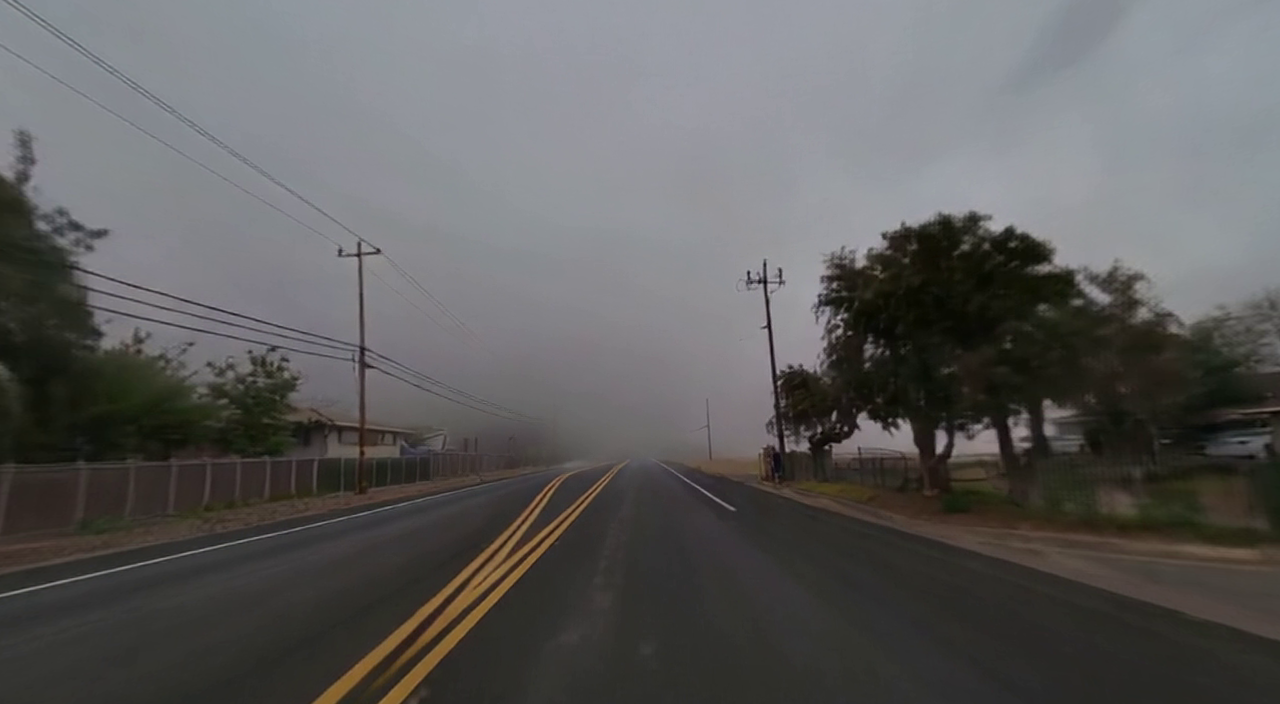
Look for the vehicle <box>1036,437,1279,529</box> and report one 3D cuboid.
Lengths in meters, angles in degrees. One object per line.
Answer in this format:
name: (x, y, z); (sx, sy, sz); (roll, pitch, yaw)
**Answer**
vehicle: (10.300, 2.366, 11.677); (4.540, 1.505, 2.021); (-3, -9, 21)
